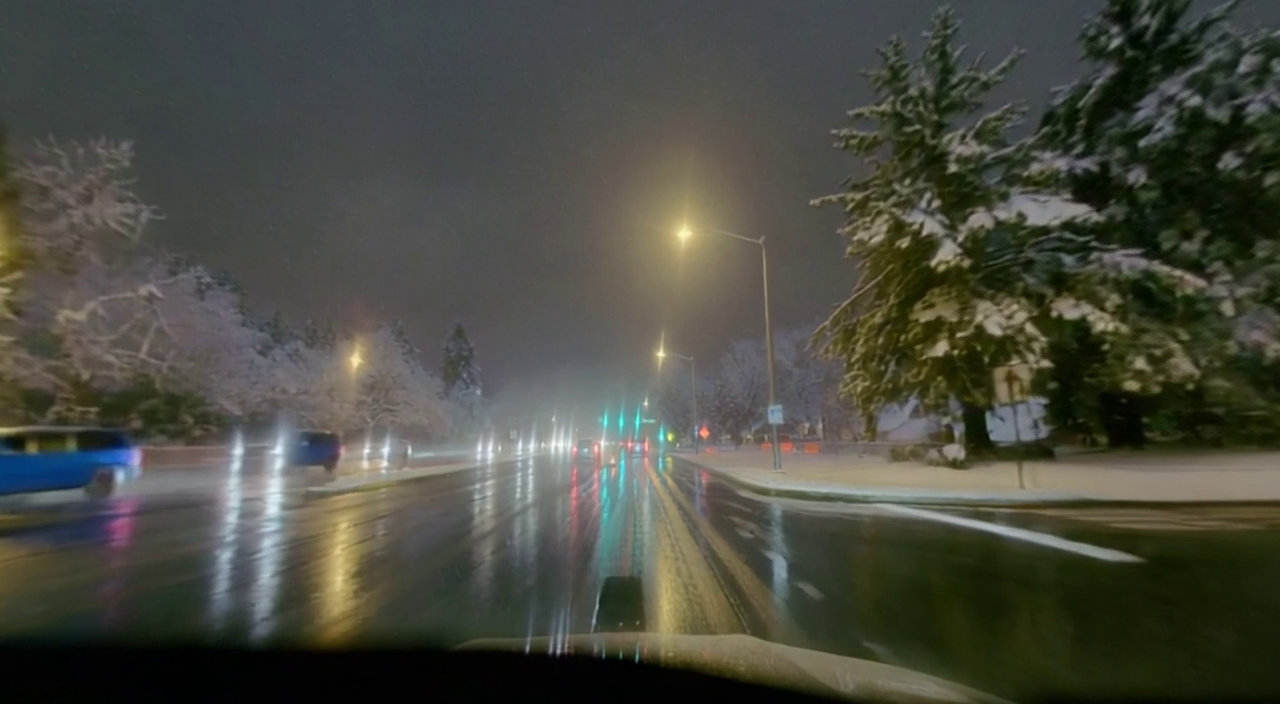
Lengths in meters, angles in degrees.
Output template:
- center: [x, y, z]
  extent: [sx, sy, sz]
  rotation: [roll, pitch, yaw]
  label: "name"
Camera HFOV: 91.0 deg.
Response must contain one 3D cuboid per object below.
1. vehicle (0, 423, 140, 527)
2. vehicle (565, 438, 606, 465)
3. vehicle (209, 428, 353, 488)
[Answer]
- center: [-10.630, 1.884, 9.676]
  extent: [2.009, 1.541, 4.753]
  rotation: [0, -8, -1]
  label: "vehicle"
- center: [-3.531, 6.539, 41.508]
  extent: [2.198, 1.663, 4.519]
  rotation: [0, -8, 1]
  label: "vehicle"
- center: [-11.122, 3.303, 19.960]
  extent: [2.014, 1.674, 4.337]
  rotation: [0, -8, 0]
  label: "vehicle"
